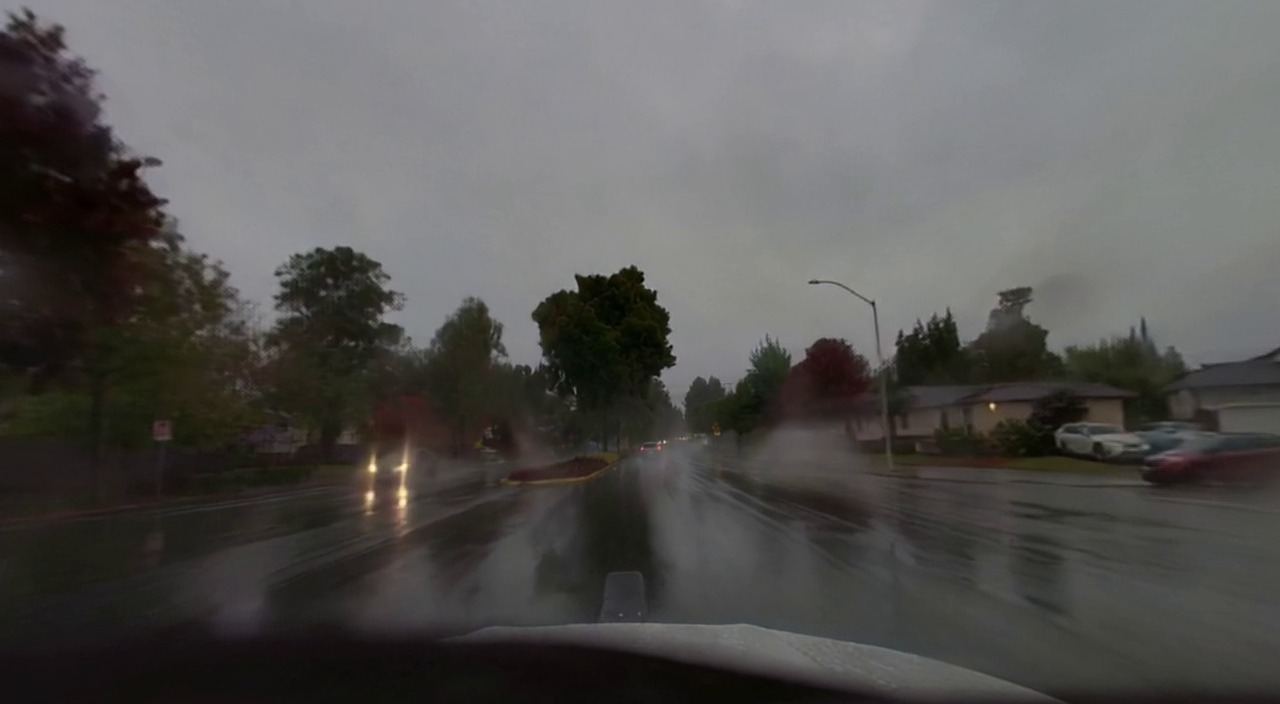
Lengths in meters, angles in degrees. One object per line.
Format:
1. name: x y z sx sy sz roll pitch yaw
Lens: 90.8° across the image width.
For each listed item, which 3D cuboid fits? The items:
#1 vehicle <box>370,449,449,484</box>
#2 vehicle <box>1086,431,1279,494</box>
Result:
1. vehicle: -10.486 5.215 29.117 1.960 1.465 4.194 0 -9 2
2. vehicle: 15.977 3.133 18.092 4.696 1.651 2.218 -3 -9 20
